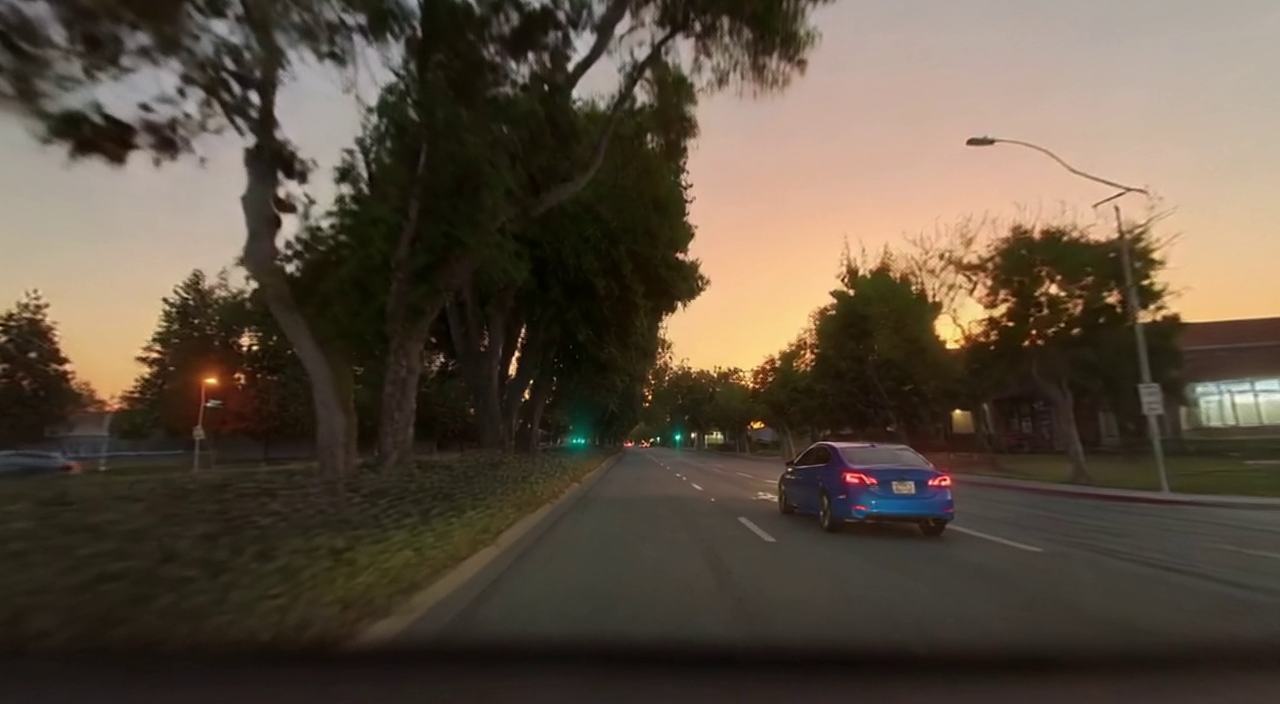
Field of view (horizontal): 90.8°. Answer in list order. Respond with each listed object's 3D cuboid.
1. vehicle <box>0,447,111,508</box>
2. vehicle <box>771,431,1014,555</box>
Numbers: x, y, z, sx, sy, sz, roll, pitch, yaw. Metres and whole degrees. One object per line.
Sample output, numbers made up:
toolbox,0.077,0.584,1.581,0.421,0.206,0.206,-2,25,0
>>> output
vehicle,-16.680,3.204,16.286,1.921,1.466,4.804,0,-8,0
vehicle,3.515,2.025,9.843,1.950,1.473,4.259,0,-8,-1
